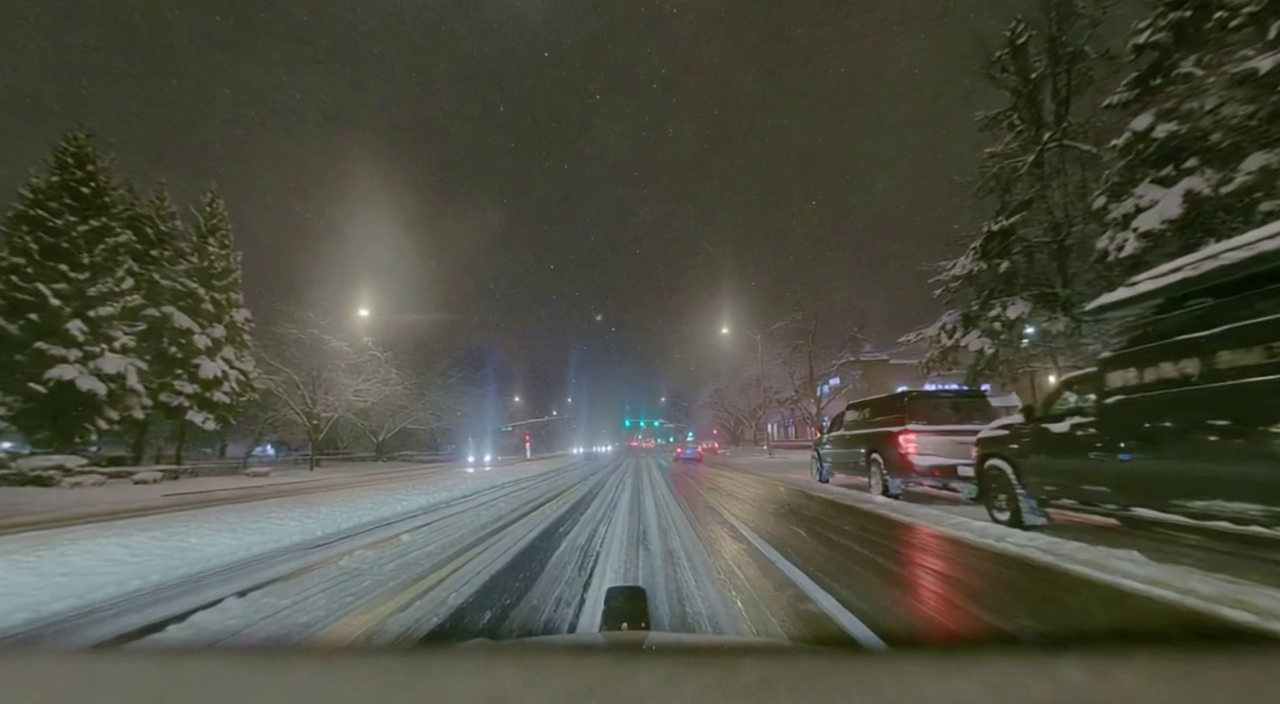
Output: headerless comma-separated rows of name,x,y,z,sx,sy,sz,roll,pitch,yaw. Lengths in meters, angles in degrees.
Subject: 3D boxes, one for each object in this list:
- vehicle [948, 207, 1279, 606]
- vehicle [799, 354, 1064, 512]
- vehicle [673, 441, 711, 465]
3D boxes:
vehicle,6.777,0.608,6.352,2.974,3.265,8.394,0,-8,0
vehicle,6.882,2.226,16.881,3.013,3.152,8.476,0,-8,0
vehicle,3.250,6.415,40.220,2.057,1.470,4.454,0,-8,0
